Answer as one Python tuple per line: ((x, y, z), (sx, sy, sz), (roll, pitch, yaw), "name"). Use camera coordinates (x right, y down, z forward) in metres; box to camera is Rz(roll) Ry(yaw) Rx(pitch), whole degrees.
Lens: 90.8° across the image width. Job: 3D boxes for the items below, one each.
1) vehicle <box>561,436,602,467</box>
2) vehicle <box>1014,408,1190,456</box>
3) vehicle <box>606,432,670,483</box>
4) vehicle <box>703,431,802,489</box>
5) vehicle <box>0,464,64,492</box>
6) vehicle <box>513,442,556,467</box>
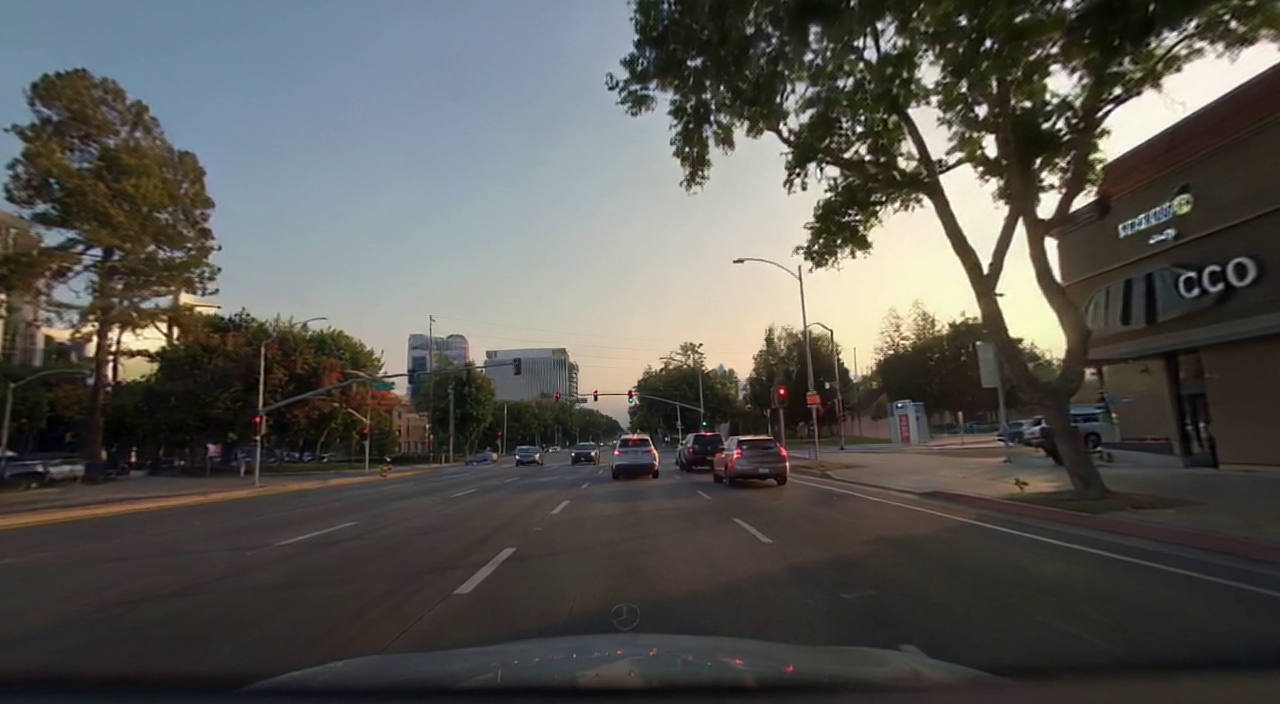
((-3.627, 6.246, 39.804), (2.106, 1.778, 4.444), (0, -9, 0), "vehicle")
((15.497, 2.733, 21.415), (4.344, 1.512, 1.936), (-1, -9, 4), "vehicle")
((-0.150, 3.877, 23.405), (2.146, 1.685, 4.003), (0, -9, -2), "vehicle")
((3.526, 3.493, 20.729), (2.198, 1.660, 4.512), (0, -9, -3), "vehicle")
((-34.904, 6.989, 34.963), (4.030, 1.435, 1.767), (4, -10, -27), "vehicle")
((-6.689, 6.543, 40.471), (1.954, 1.473, 4.350), (0, -9, 1), "vehicle")
